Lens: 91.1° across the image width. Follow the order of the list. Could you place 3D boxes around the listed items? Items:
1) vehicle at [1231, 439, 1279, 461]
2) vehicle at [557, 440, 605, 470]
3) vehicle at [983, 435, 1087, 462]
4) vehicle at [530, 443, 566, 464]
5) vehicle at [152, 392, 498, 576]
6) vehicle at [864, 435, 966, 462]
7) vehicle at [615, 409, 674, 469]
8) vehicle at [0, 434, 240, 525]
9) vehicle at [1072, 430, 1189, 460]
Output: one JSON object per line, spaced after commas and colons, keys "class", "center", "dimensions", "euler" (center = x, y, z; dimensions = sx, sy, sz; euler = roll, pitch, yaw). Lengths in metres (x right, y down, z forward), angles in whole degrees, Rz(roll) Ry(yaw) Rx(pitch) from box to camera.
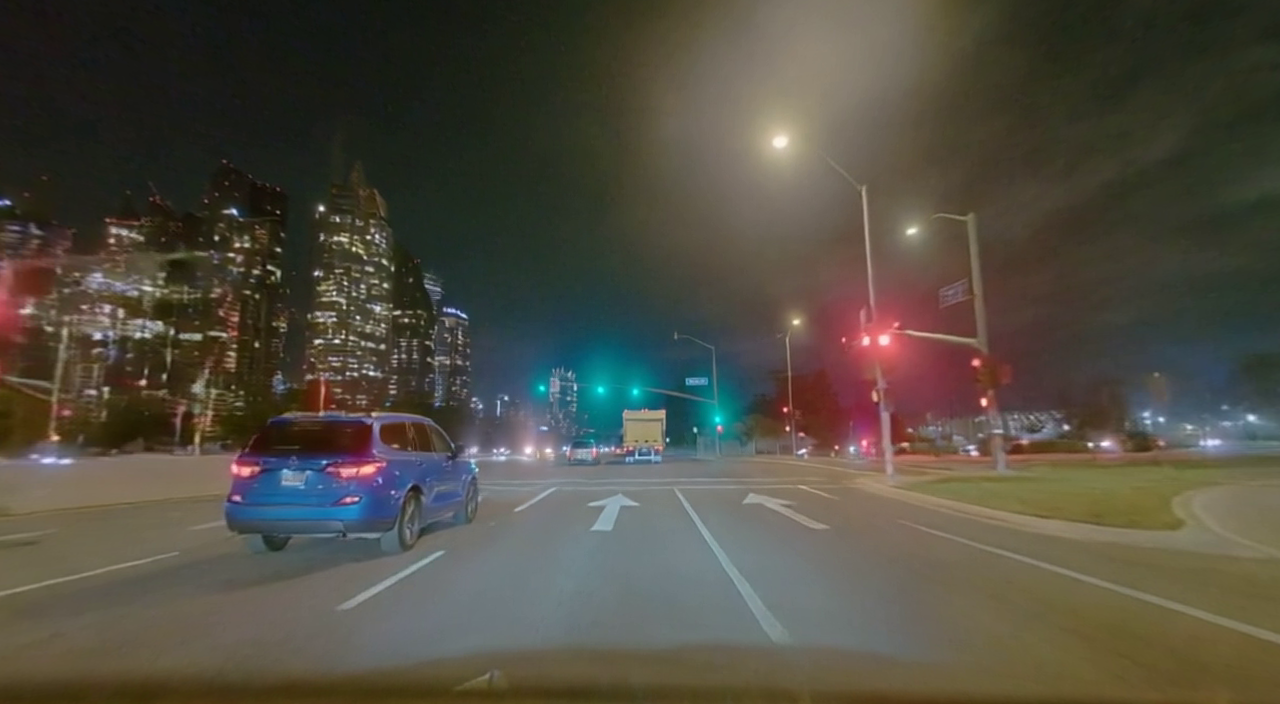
{"class": "vehicle", "center": [44.092, 6.741, 43.238], "dimensions": [4.747, 1.485, 1.942], "euler": [0, -8, 0]}
{"class": "vehicle", "center": [-3.088, 5.468, 33.612], "dimensions": [2.023, 1.483, 4.143], "euler": [0, -8, 2]}
{"class": "vehicle", "center": [23.099, 5.660, 36.853], "dimensions": [4.716, 1.494, 2.001], "euler": [0, -8, 1]}
{"class": "vehicle", "center": [-6.660, 7.388, 45.974], "dimensions": [1.933, 1.477, 4.119], "euler": [0, -8, 1]}
{"class": "vehicle", "center": [-3.728, 1.672, 8.814], "dimensions": [2.178, 1.826, 4.933], "euler": [0, -8, 1]}
{"class": "vehicle", "center": [16.036, 5.663, 36.793], "dimensions": [4.983, 1.511, 2.077], "euler": [0, -8, 0]}
{"class": "vehicle", "center": [0.304, 4.910, 35.458], "dimensions": [2.993, 3.051, 6.692], "euler": [0, -8, 1]}
{"class": "vehicle", "center": [-10.770, 2.481, 12.925], "dimensions": [1.969, 1.502, 4.713], "euler": [0, -8, 0]}
{"class": "vehicle", "center": [31.015, 5.877, 39.797], "dimensions": [5.530, 1.827, 2.161], "euler": [0, -8, 0]}
